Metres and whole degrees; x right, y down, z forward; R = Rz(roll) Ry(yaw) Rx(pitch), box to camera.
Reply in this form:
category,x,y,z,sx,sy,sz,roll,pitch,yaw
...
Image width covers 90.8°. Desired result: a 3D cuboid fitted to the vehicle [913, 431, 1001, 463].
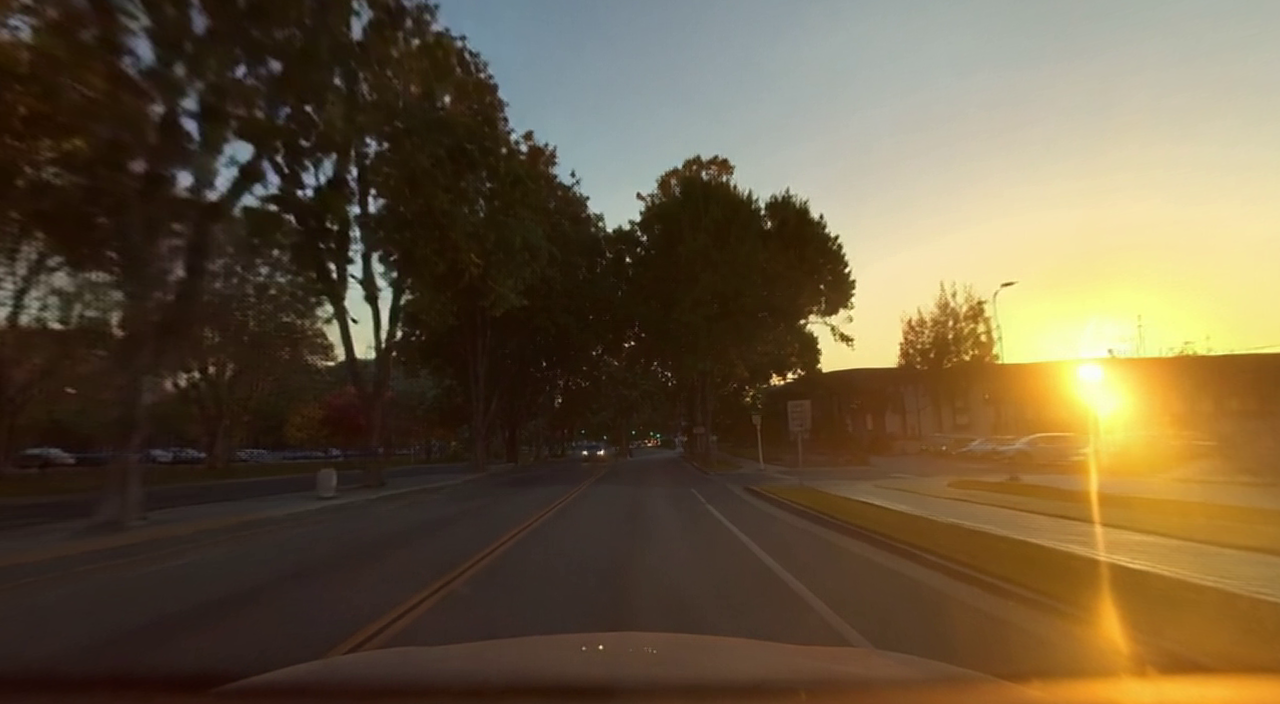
category,x,y,z,sx,sy,sz,roll,pitch,yaw
vehicle,21.092,6.335,42.149,4.593,1.776,2.094,-4,-8,1

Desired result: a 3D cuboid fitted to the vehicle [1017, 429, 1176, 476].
category,x,y,z,sx,sy,sz,roll,pitch,yaw
vehicle,16.396,3.629,22.918,4.134,1.580,1.952,-1,-8,6
